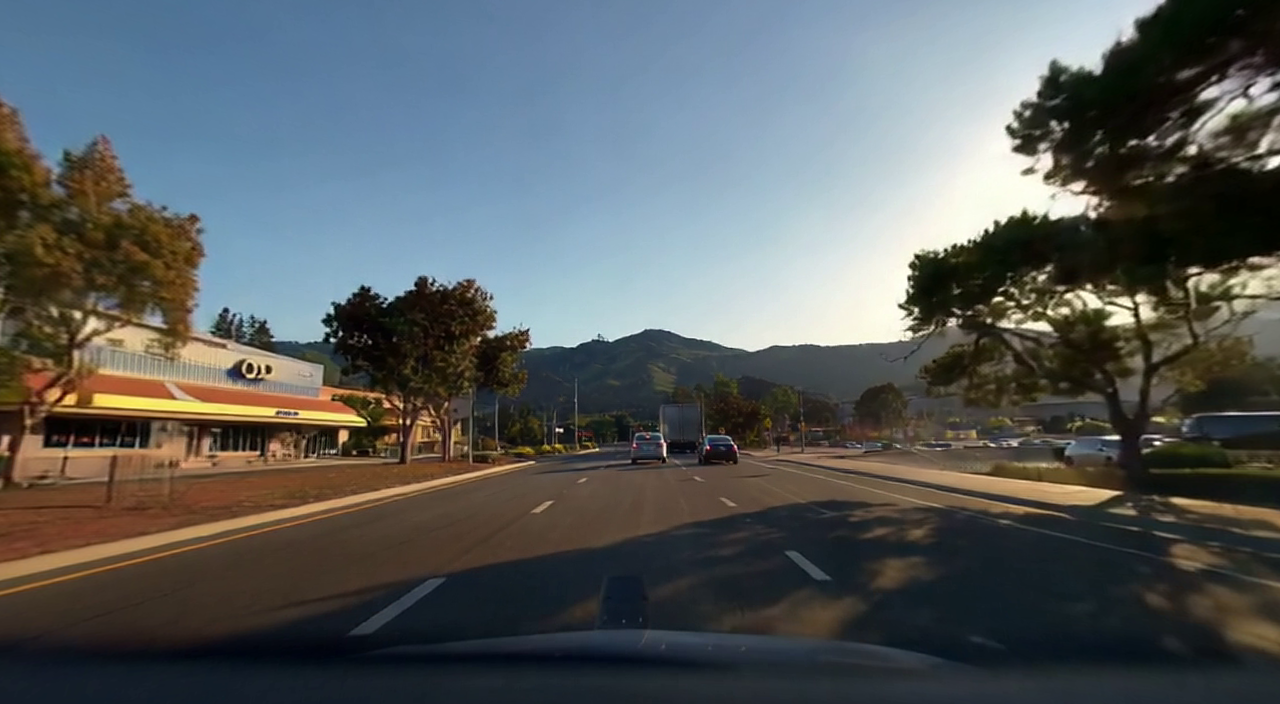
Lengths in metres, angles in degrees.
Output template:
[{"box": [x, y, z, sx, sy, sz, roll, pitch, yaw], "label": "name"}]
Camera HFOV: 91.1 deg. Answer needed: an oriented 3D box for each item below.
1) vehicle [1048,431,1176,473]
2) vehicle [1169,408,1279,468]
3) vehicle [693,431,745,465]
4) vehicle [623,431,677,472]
[{"box": [19.790, 4.206, 26.603, 2.068, 1.627, 4.269, 0, -8, 0], "label": "vehicle"}, {"box": [29.048, 4.040, 29.616, 5.896, 2.709, 2.318, 0, -8, 1], "label": "vehicle"}, {"box": [4.055, 5.031, 32.937, 2.088, 1.655, 4.360, 0, -8, -1], "label": "vehicle"}, {"box": [0.378, 4.309, 27.491, 2.193, 1.651, 3.946, 0, -8, -1], "label": "vehicle"}]
